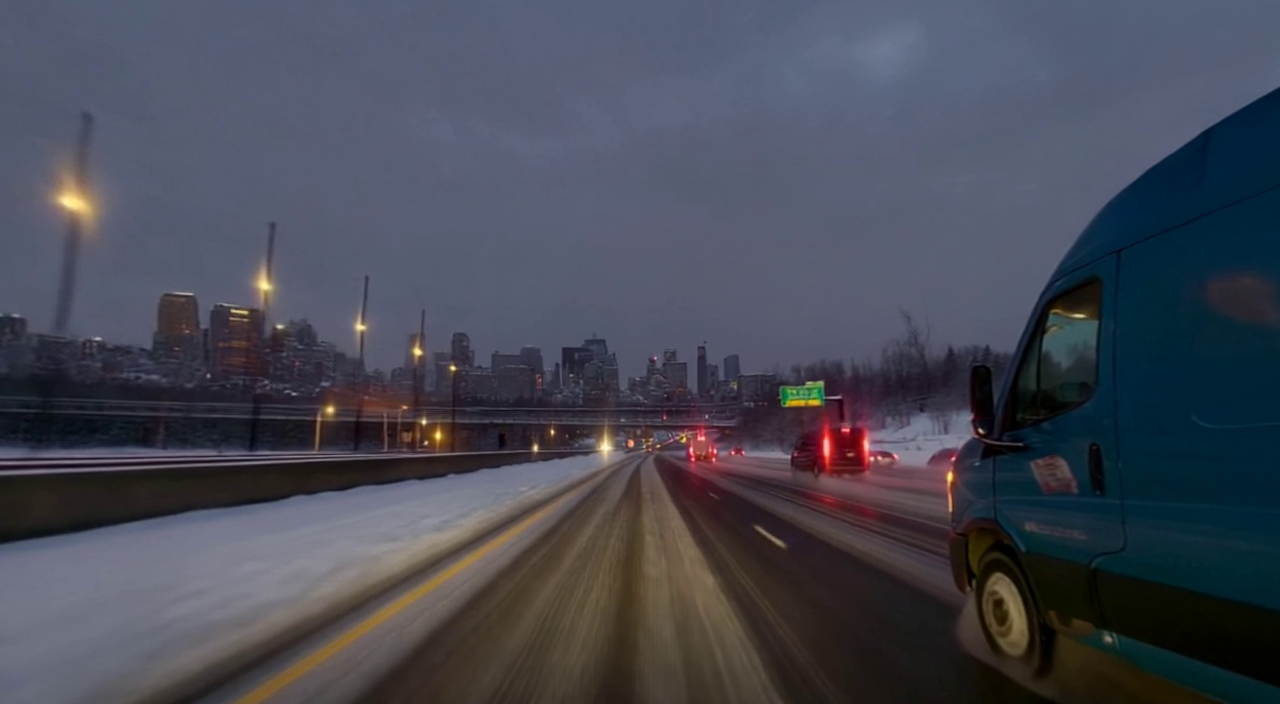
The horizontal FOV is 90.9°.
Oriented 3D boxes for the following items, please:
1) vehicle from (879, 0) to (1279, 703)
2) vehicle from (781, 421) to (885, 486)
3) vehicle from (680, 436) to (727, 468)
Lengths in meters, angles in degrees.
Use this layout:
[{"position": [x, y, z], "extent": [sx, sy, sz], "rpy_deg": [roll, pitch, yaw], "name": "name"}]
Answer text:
[{"position": [3.165, 0.195, 1.498], "extent": [2.436, 2.745, 7.034], "rpy_deg": [0, -8, 0], "name": "vehicle"}, {"position": [7.245, 3.868, 24.420], "extent": [2.301, 2.203, 5.419], "rpy_deg": [0, -8, 0], "name": "vehicle"}, {"position": [4.119, 6.636, 41.960], "extent": [2.464, 1.961, 5.520], "rpy_deg": [0, -8, -1], "name": "vehicle"}]
